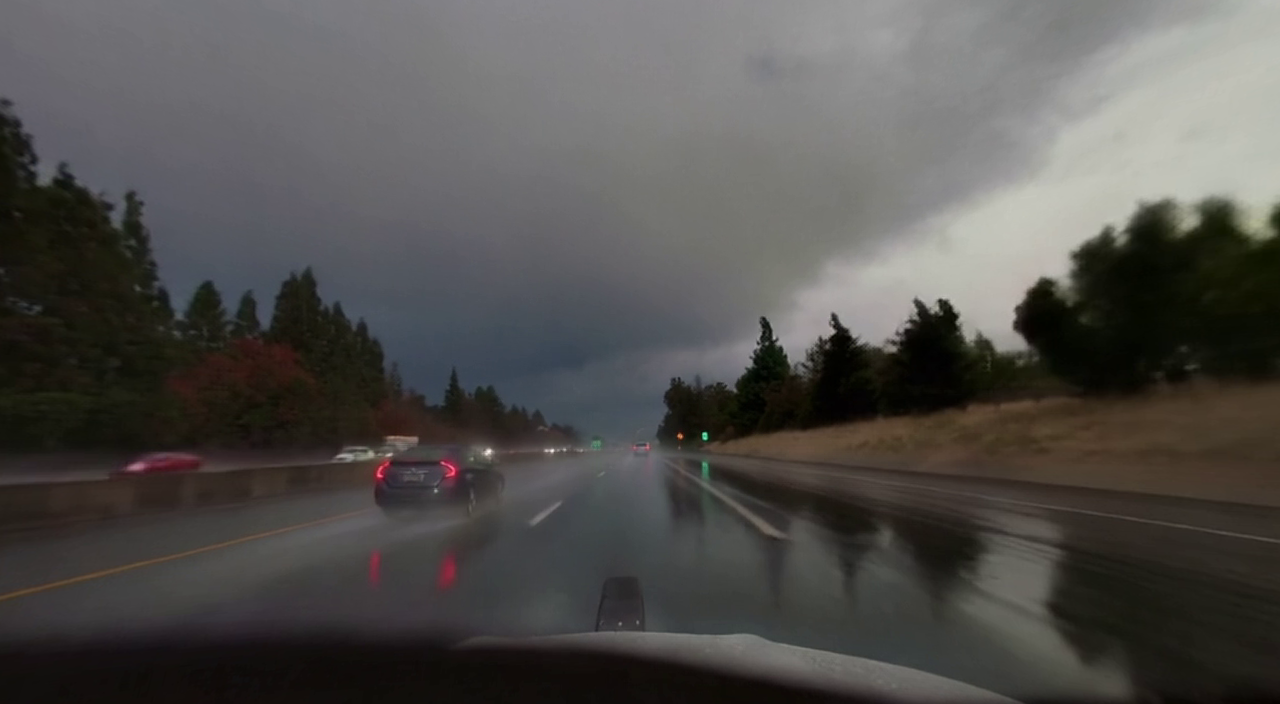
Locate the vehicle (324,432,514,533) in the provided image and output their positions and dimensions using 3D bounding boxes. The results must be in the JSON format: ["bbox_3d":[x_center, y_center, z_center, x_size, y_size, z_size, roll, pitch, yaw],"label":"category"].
[{"bbox_3d":[-3.876,2.348,12.030,2.050,1.547,4.266,0,-8,0],"label":"vehicle"}]

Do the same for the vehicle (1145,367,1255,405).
[{"bbox_3d":[32.432,2.064,36.799,2.014,1.774,4.550,1,-8,-5],"label":"vehicle"}]

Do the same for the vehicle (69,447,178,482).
[{"bbox_3d":[-28.011,6.082,34.502,1.975,1.721,4.697,0,-8,0],"label":"vehicle"}]
